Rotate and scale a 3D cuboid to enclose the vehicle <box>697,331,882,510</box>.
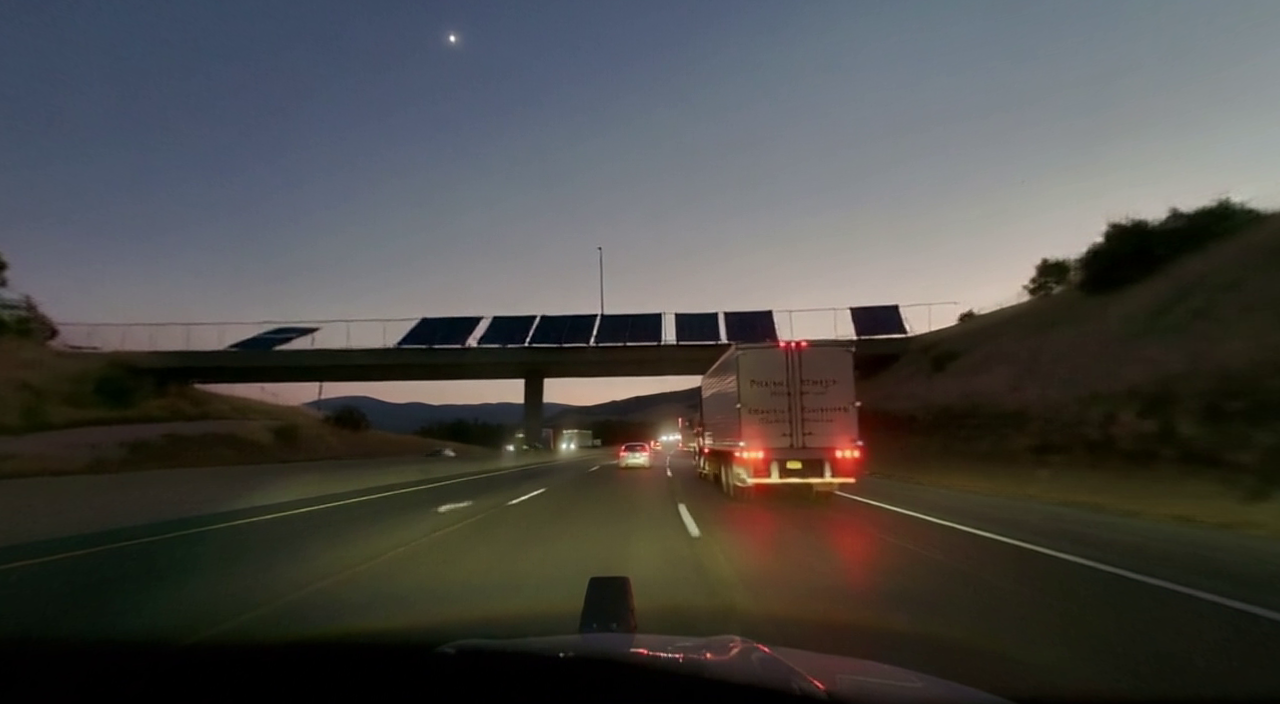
[{"bbox_3d":[3.471,2.082,17.820,2.967,3.633,10.015,-1,-8,1],"label":"vehicle"}]

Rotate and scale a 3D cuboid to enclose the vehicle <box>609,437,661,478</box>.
[{"bbox_3d":[-0.141,4.436,26.854,2.066,1.581,4.268,-1,-8,2],"label":"vehicle"}]

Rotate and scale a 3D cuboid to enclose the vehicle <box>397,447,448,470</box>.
[{"bbox_3d":[-15.504,7.621,45.203,1.827,1.455,4.567,-1,-8,3],"label":"vehicle"}]
